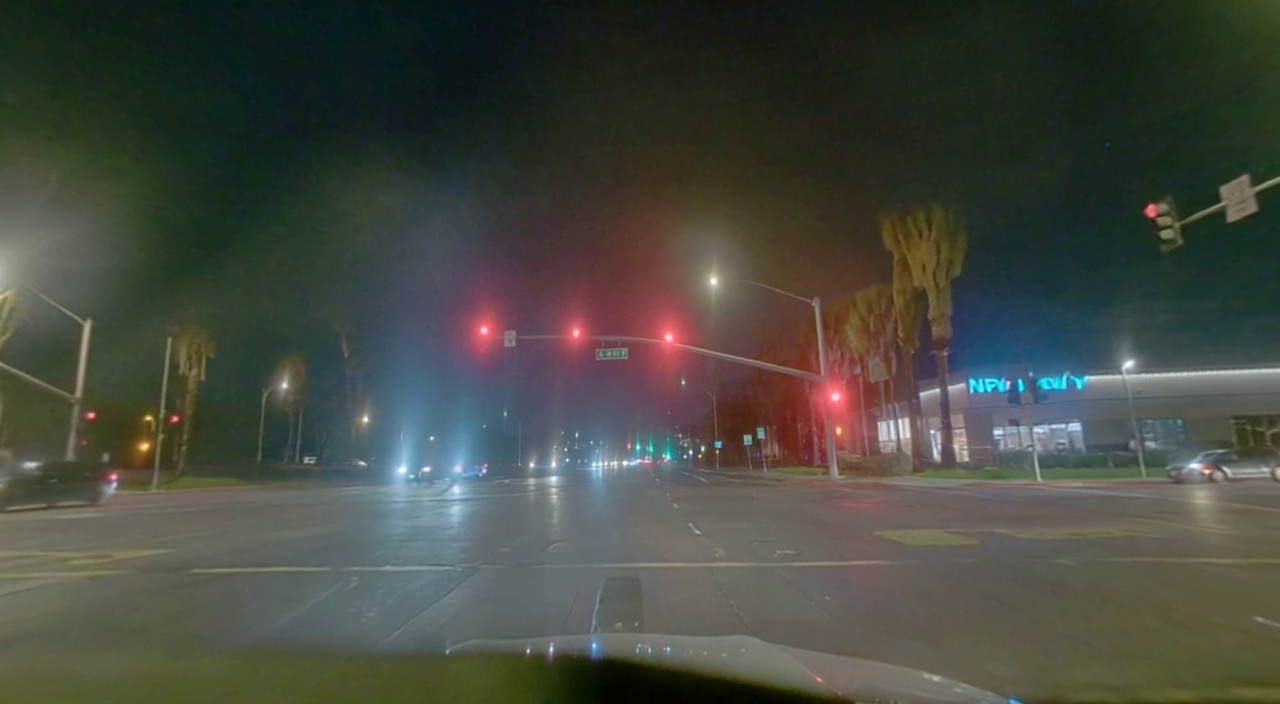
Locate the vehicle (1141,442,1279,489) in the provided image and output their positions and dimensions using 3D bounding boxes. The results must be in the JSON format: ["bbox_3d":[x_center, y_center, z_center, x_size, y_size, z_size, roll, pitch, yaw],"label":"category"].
[{"bbox_3d":[22.267,4.289,24.000,4.533,1.676,2.236,0,-9,-1],"label":"vehicle"}]

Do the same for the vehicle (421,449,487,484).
[{"bbox_3d":[-9.647,5.960,33.224,2.074,1.681,4.417,0,-9,0],"label":"vehicle"}]

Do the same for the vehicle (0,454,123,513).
[{"bbox_3d":[-17.614,3.662,17.849,1.874,1.467,4.768,0,-9,1],"label":"vehicle"}]
